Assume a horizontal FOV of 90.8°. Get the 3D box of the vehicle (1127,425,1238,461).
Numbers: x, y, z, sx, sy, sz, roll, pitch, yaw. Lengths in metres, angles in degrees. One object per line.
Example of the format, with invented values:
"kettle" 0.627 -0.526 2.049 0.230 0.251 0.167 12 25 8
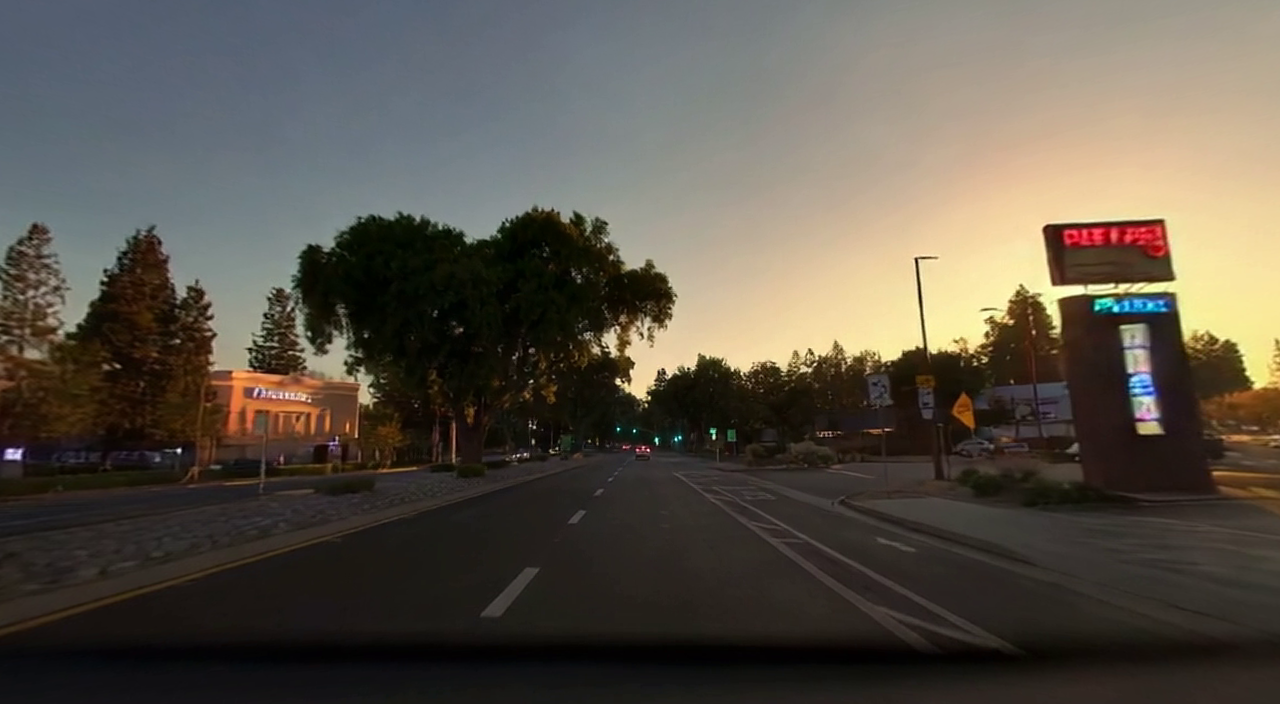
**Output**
"vehicle" 31.093 5.290 36.458 1.966 1.767 4.697 -4 -10 -2
